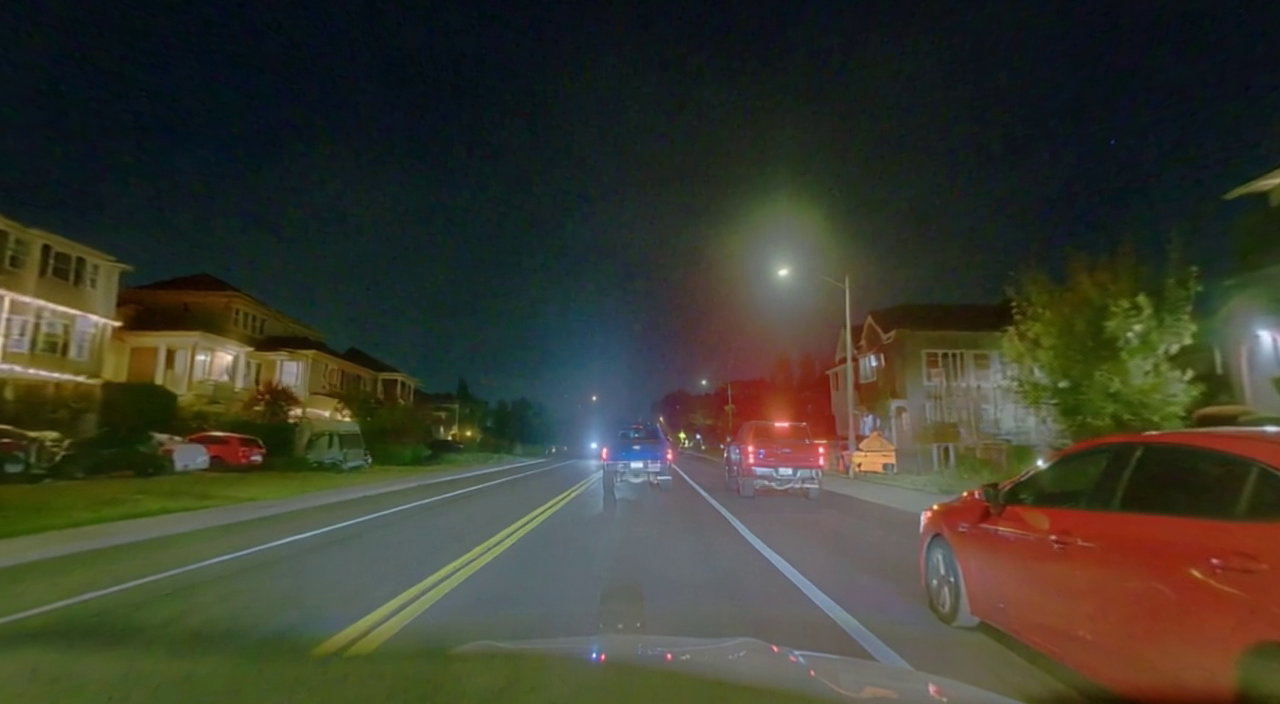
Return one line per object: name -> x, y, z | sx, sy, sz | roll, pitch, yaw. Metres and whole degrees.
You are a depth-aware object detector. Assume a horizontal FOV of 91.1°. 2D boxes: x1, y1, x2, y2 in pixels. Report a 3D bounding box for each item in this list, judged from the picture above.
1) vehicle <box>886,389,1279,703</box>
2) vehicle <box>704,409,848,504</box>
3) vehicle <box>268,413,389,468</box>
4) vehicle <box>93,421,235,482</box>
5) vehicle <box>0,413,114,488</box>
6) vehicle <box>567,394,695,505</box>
vehicle -> 3.020, 1.002, 2.841 | 2.010, 1.499, 4.481 | 0, -8, 0
vehicle -> 3.168, 2.634, 16.200 | 2.486, 1.993, 5.667 | 0, -8, 0
vehicle -> -13.390, 3.908, 27.556 | 2.475, 2.157, 5.567 | 0, -8, -1
vehicle -> -14.952, 3.150, 20.094 | 2.010, 1.721, 4.499 | 2, -9, -16
vehicle -> -16.889, 2.593, 16.697 | 4.184, 1.831, 1.940 | -1, -8, 8
vehicle -> -0.132, 2.590, 17.003 | 2.751, 2.361, 6.347 | 1, -8, 1
